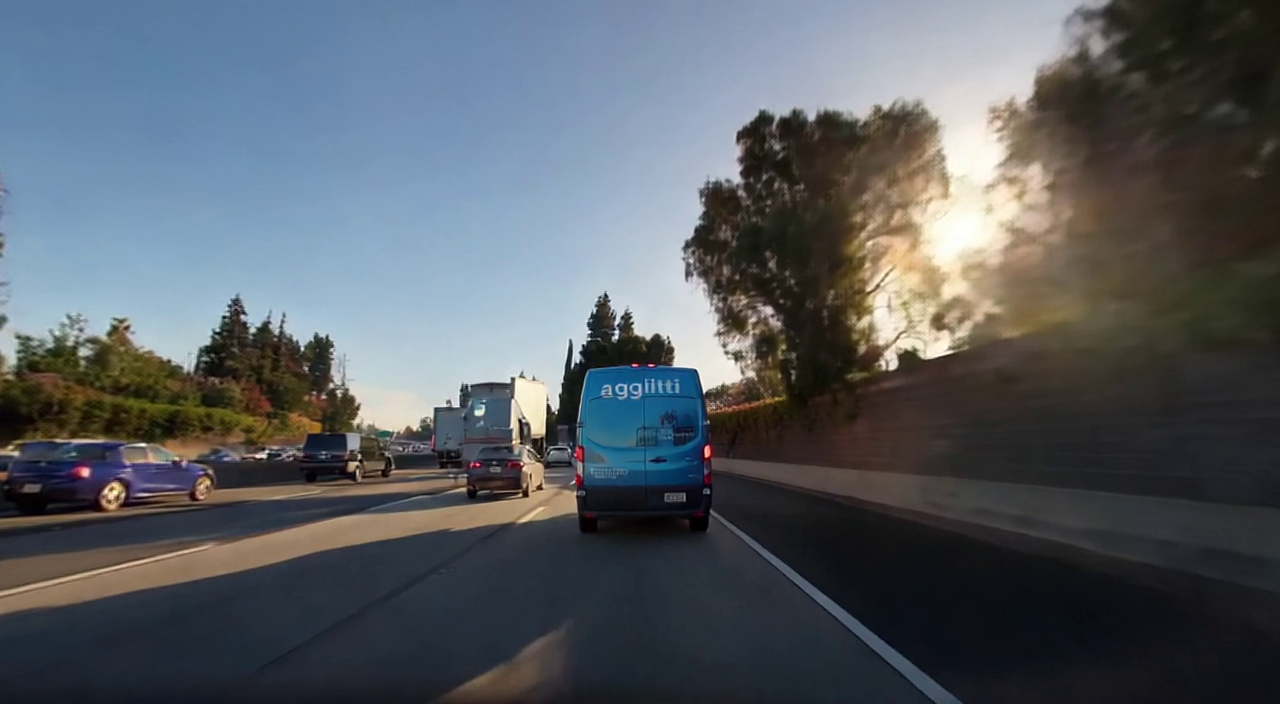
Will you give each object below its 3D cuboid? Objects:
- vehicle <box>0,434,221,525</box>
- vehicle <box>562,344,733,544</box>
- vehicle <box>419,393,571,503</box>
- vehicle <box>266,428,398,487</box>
[{"bbox_3d":[-11.081,2.491,12.916,1.839,1.524,4.449,0,-9,2],"label":"vehicle"},{"bbox_3d":[0.156,1.727,11.929,2.316,2.738,6.398,0,-9,1],"label":"vehicle"},{"bbox_3d":[-3.504,2.534,16.761,2.729,2.439,5.418,0,-9,0],"label":"vehicle"},{"bbox_3d":[-10.780,3.735,22.576,2.061,1.846,4.852,-1,-9,3],"label":"vehicle"}]
